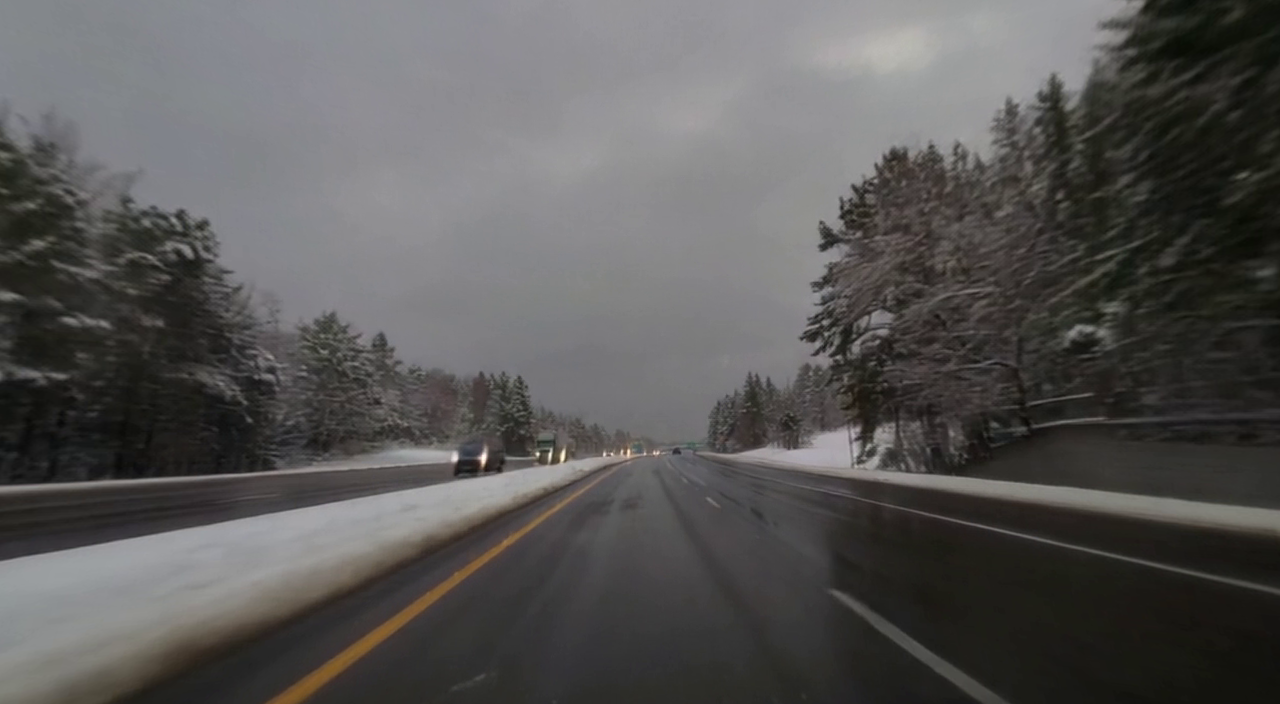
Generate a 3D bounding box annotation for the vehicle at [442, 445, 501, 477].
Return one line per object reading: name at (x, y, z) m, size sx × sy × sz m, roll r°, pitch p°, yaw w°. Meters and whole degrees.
vehicle at (-9.156, 5.935, 34.330) m, size 2.028 × 1.607 × 4.273 m, roll 0°, pitch -9°, yaw 0°
